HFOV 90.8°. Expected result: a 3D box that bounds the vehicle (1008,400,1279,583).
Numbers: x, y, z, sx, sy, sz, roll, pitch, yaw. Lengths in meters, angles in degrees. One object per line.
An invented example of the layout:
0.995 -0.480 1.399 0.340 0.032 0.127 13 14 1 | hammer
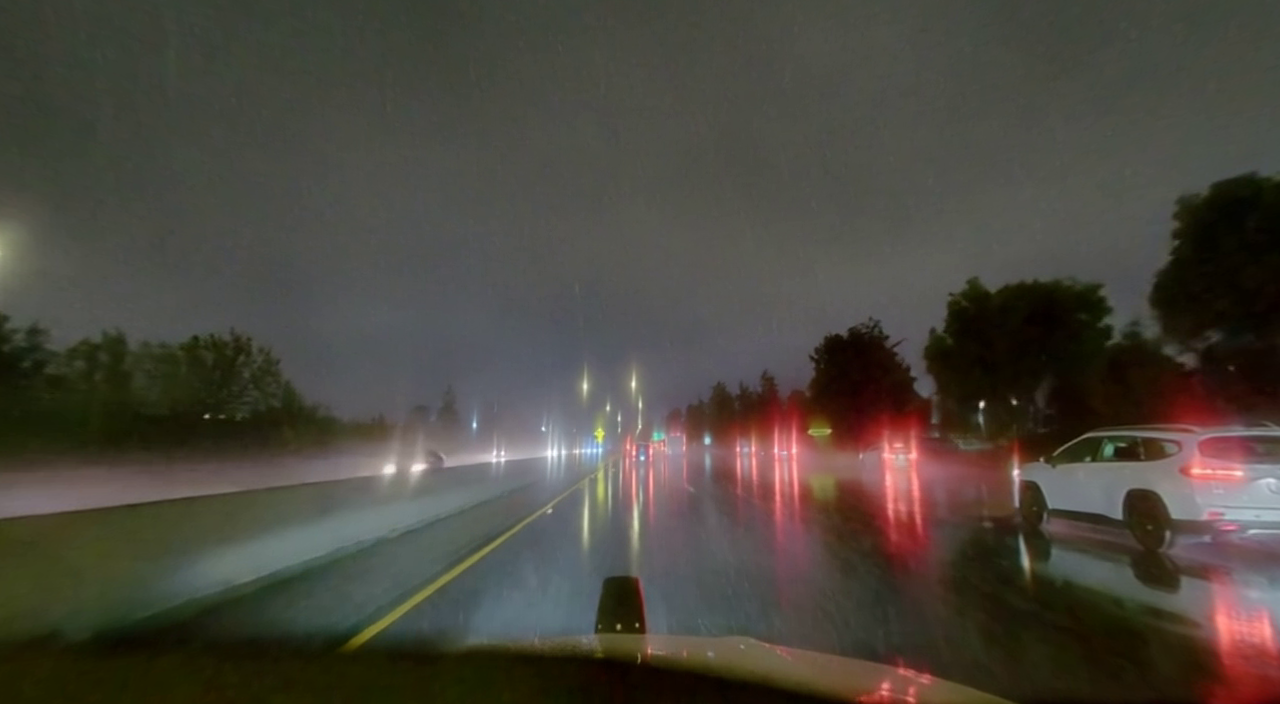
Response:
6.942 1.572 7.759 2.027 1.679 4.543 0 -8 -1 | vehicle

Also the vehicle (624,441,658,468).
0.001 6.459 40.024 1.864 1.566 4.446 -1 -8 -3 | vehicle

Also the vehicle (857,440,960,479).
10.968 4.403 26.284 2.087 1.442 4.834 0 -8 -1 | vehicle
